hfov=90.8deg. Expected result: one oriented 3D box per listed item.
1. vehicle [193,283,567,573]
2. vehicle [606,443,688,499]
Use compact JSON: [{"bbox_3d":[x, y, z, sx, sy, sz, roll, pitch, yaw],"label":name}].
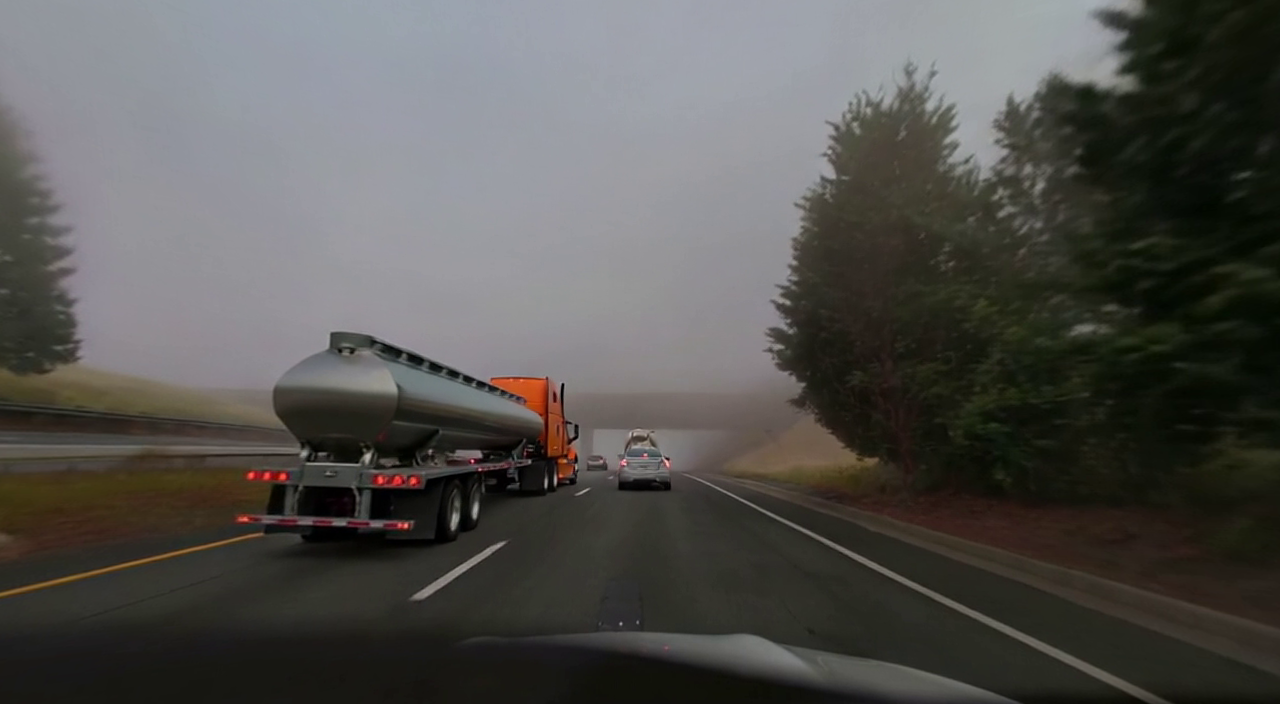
[{"bbox_3d":[-3.988,1.941,15.092,2.896,3.563,14.643,0,-8,-1],"label":"vehicle"},{"bbox_3d":[0.178,3.515,19.202,2.215,1.481,4.246,0,-8,0],"label":"vehicle"}]
